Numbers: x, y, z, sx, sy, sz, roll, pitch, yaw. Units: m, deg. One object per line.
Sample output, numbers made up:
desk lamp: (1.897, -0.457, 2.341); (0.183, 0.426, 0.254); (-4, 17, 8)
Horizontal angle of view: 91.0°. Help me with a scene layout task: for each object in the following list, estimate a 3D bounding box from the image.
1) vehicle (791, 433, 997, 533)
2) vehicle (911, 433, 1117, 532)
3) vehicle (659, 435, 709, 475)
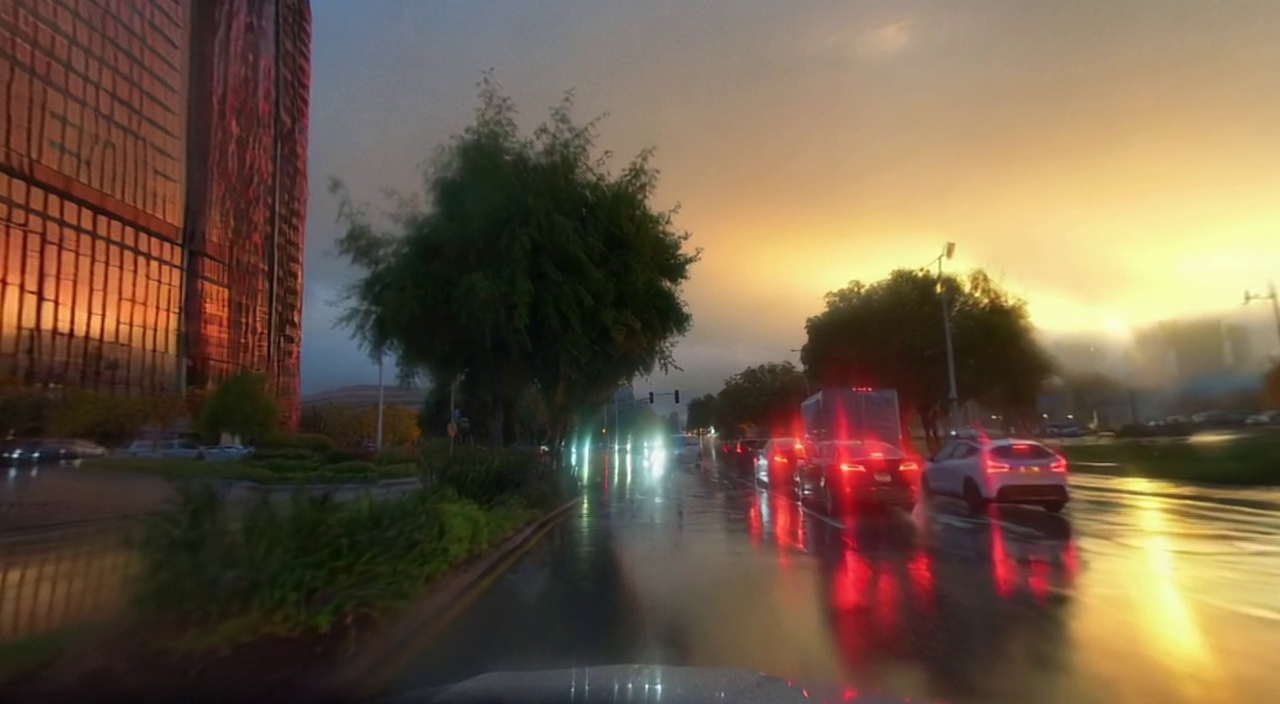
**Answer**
vehicle: (4.480, 2.358, 11.910); (2.183, 1.553, 3.923); (0, -8, -1)
vehicle: (7.101, 2.467, 12.548); (1.983, 1.628, 3.885); (-1, -8, 6)
vehicle: (2.141, 4.769, 29.367); (2.121, 1.728, 4.161); (-1, -8, 7)
